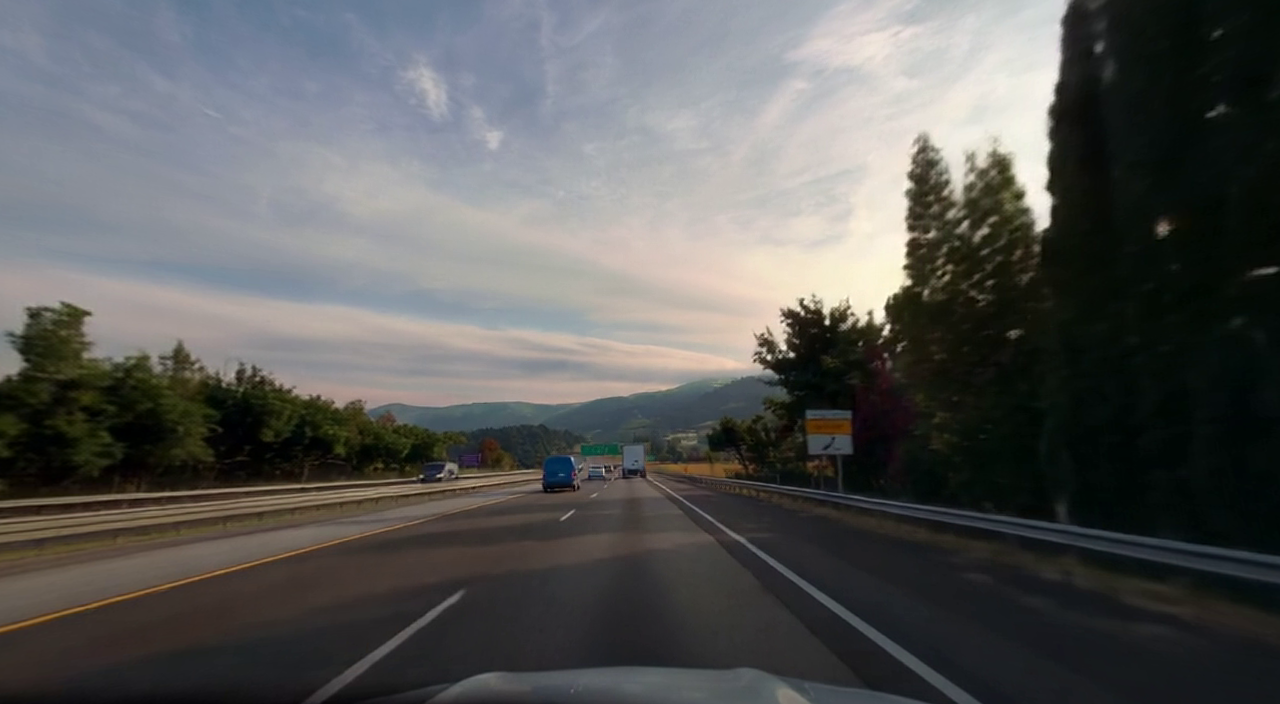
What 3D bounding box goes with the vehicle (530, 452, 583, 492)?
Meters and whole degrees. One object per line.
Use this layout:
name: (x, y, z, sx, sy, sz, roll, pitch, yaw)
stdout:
vehicle: (-4.438, 6.501, 34.250, 2.208, 1.973, 4.716, 1, -10, 0)
